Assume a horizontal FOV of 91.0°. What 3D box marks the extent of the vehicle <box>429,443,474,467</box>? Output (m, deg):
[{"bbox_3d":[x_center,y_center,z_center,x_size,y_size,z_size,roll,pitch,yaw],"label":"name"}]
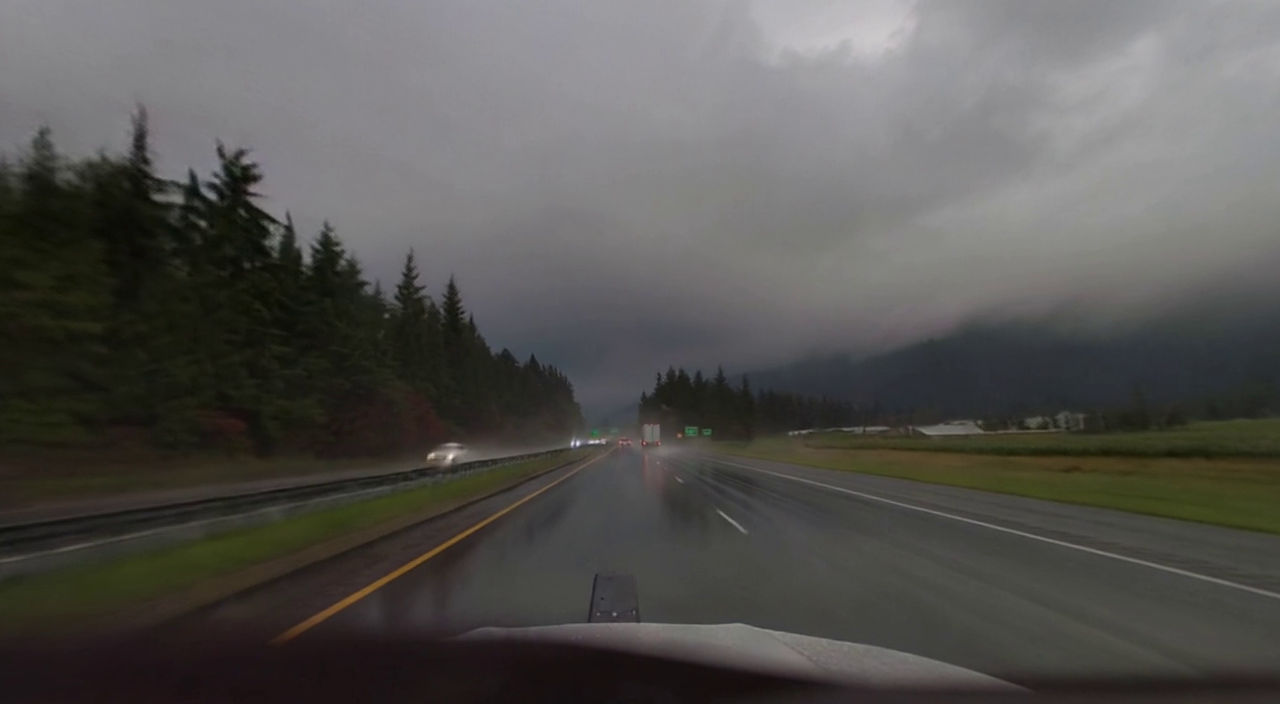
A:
[{"bbox_3d":[-11.770,6.433,39.612,1.795,1.412,4.022,0,-8,-3],"label":"vehicle"}]
